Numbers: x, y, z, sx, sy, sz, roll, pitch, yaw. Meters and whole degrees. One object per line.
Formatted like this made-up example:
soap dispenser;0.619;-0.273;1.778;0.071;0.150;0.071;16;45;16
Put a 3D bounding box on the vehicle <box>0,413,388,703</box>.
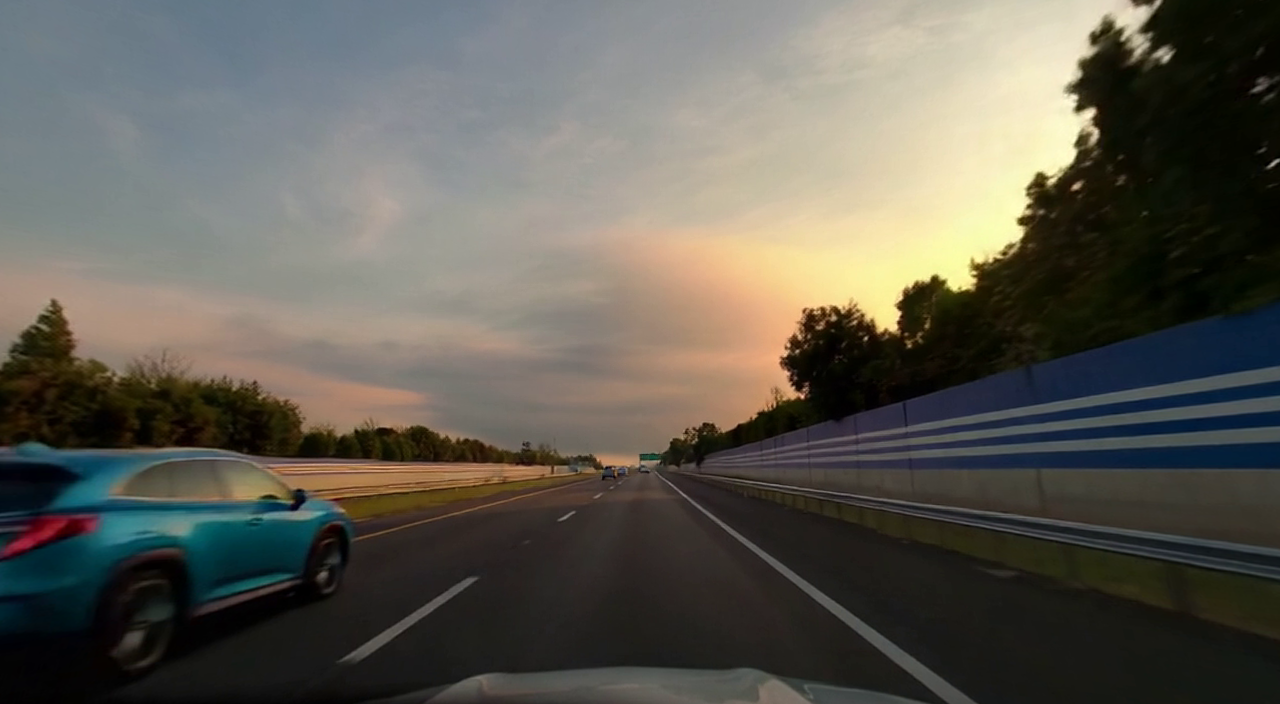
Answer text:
vehicle;-3.681;1.375;4.674;1.985;1.515;3.839;1;-11;0
